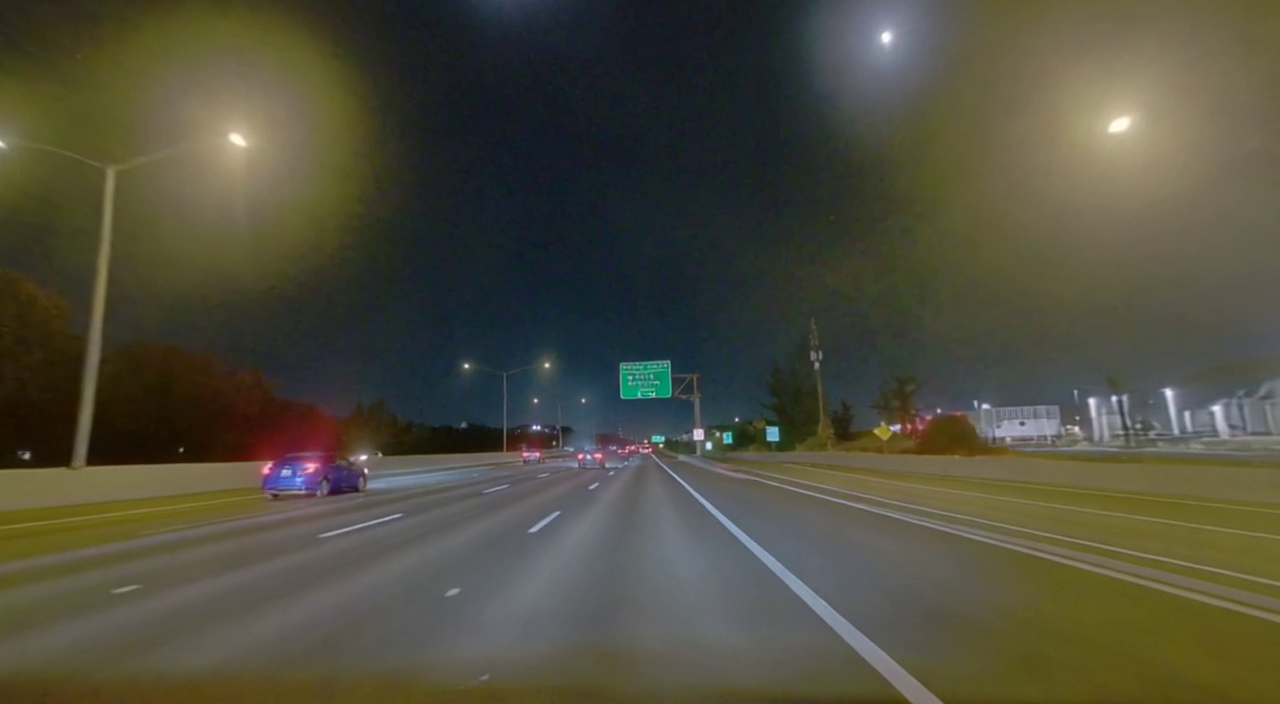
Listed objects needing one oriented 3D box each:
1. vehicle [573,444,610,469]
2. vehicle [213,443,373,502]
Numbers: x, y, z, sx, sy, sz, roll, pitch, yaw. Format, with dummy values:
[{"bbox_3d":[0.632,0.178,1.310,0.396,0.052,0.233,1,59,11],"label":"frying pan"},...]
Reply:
[{"bbox_3d":[-3.155,6.874,41.726,2.050,1.479,4.342,0,-8,0],"label":"vehicle"},{"bbox_3d":[-10.149,3.517,19.021,2.002,1.526,4.822,0,-8,1],"label":"vehicle"}]
